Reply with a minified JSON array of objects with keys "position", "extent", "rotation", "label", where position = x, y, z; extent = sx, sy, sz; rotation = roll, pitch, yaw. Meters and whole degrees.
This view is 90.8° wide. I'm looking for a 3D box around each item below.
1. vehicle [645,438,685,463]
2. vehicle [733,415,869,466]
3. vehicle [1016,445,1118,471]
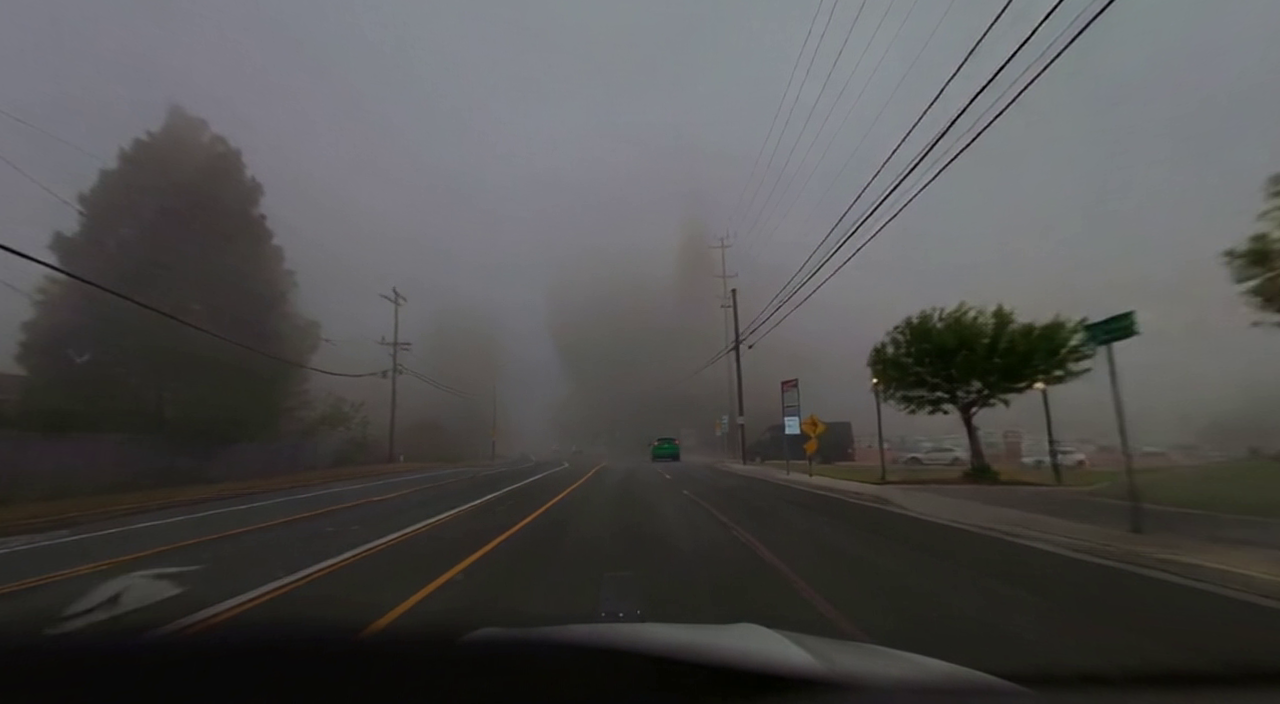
[{"position":[1.543,6.304,40.521],"extent":[2.015,1.467,4.117],"rotation":[1,-8,-6],"label":"vehicle"},{"position":[10.328,5.761,40.883],"extent":[7.877,3.013,2.916],"rotation":[-5,-10,30],"label":"vehicle"},{"position":[24.278,6.030,36.003],"extent":[4.462,1.449,1.877],"rotation":[0,-8,-2],"label":"vehicle"}]
